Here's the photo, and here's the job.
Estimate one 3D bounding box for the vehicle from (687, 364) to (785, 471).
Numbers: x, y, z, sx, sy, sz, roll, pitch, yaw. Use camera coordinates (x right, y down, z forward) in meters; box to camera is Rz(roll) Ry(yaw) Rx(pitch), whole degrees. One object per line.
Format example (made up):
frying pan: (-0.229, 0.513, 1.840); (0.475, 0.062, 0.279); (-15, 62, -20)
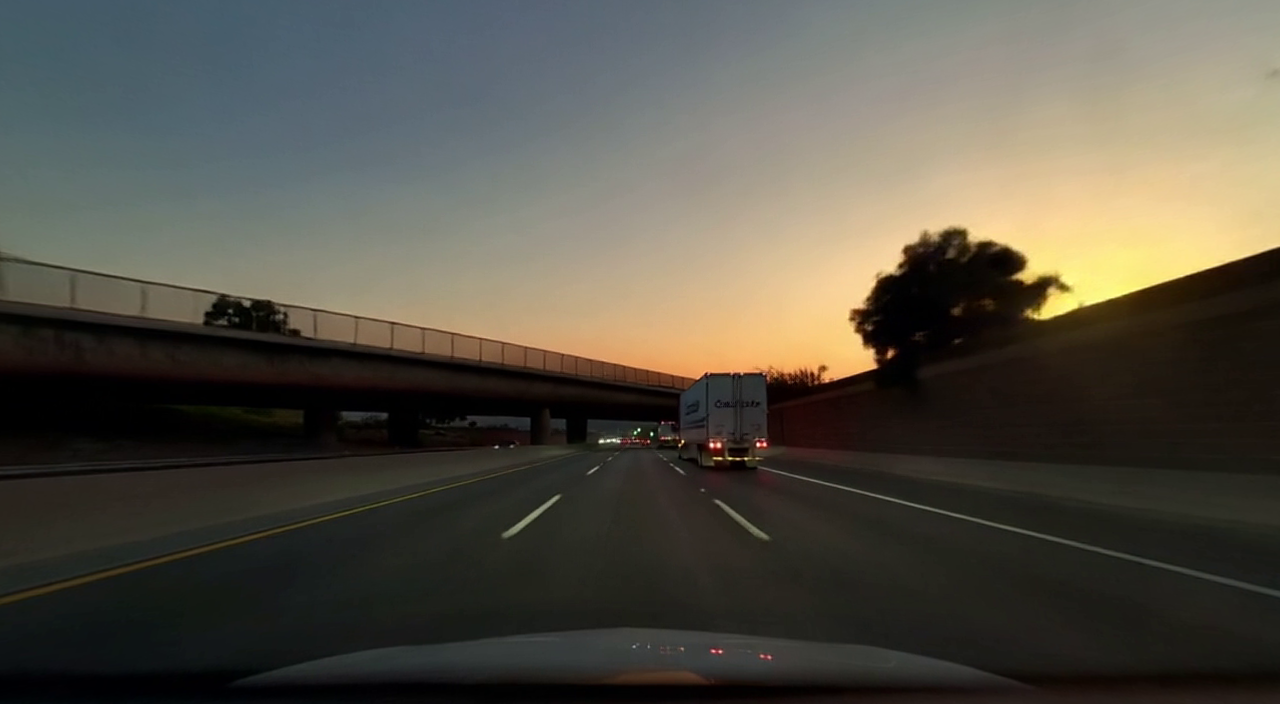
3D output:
vehicle: (3.882, 3.036, 27.679); (2.840, 3.947, 8.920); (0, -8, 0)
